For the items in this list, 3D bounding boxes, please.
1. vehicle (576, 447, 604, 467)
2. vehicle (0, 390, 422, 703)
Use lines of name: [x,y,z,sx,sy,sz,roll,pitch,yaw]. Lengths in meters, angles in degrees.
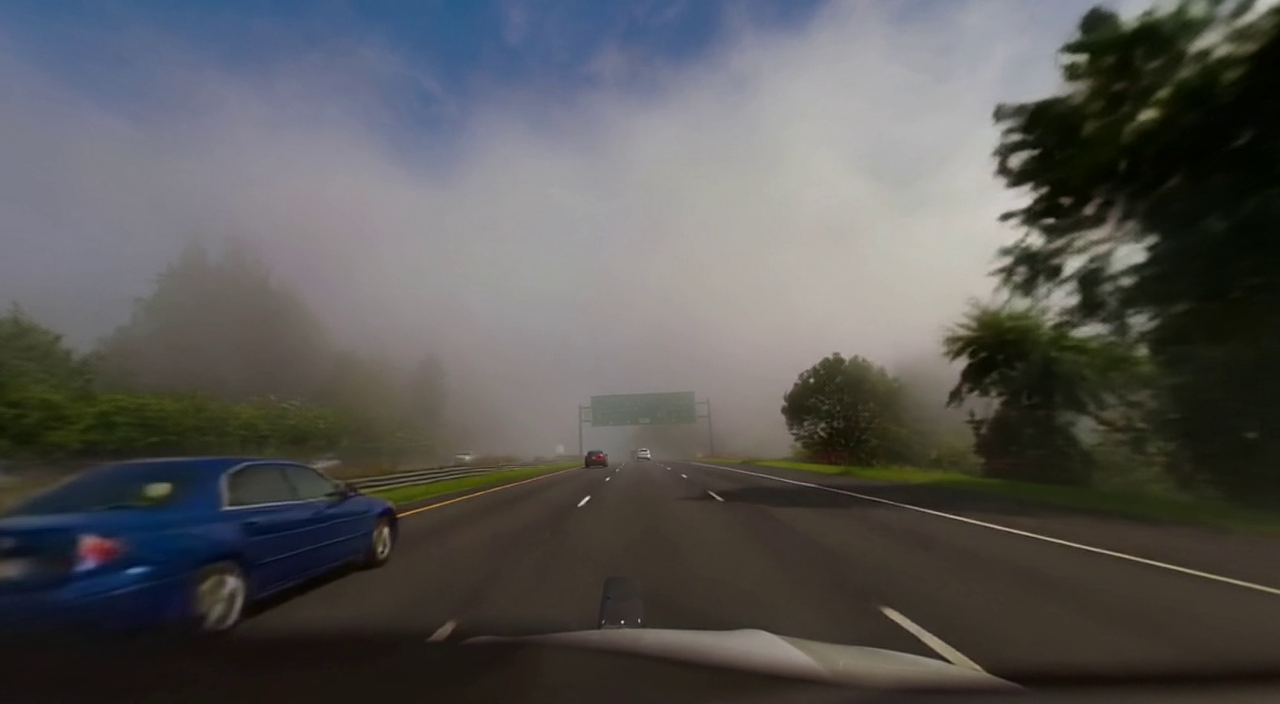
vehicle: [-3.802,8.053,48.467,1.918,1.510,4.006,0,-9,-1]
vehicle: [-3.608,1.312,5.142,2.028,1.584,4.481,0,-9,0]
